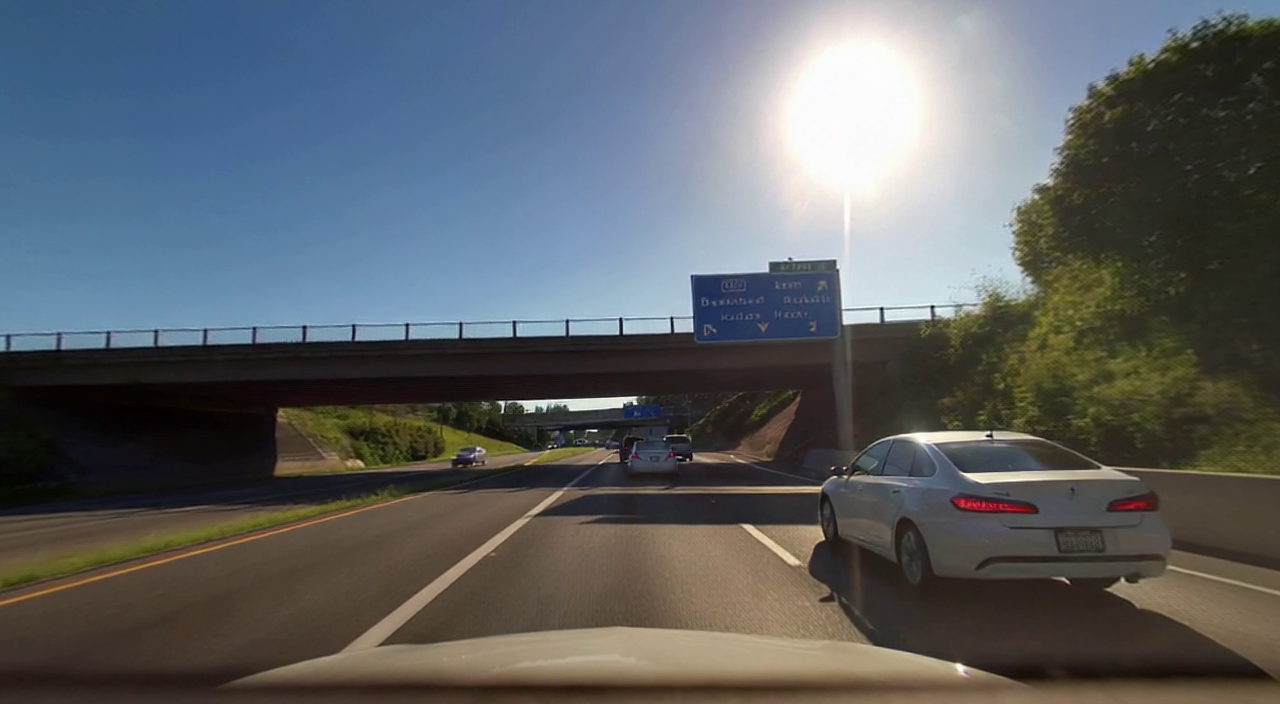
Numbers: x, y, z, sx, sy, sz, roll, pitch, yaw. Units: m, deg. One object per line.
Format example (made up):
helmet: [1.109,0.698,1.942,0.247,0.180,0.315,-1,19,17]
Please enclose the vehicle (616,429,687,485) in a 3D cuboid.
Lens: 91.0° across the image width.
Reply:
vehicle: [0.272,3.434,20.842,2.092,1.636,4.024,0,-8,-2]
